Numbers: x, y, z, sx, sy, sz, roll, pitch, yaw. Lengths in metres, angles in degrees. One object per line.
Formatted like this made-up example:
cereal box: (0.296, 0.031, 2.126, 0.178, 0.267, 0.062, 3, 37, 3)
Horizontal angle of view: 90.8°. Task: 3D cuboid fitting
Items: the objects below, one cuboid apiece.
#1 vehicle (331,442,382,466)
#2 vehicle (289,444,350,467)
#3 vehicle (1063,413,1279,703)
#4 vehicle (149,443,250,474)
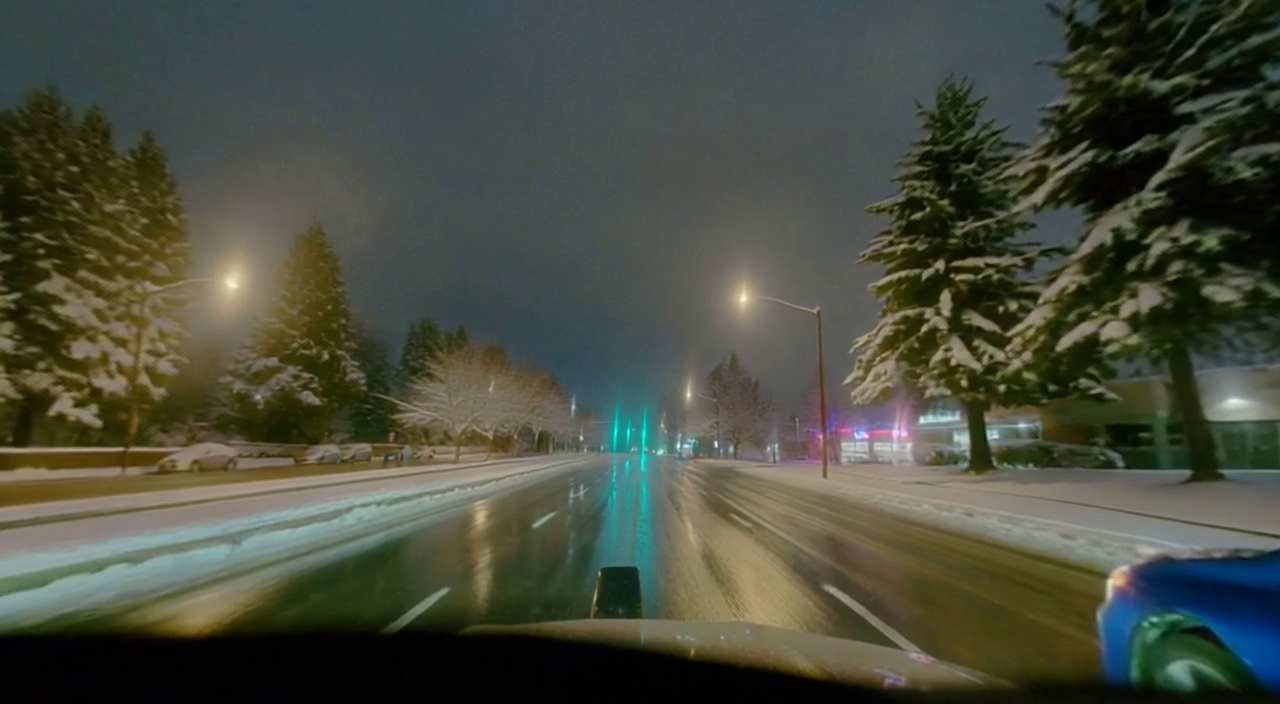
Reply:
vehicle: (-22.232, 8.057, 49.719, 1.902, 1.609, 4.689, -6, -10, -1)
vehicle: (-22.342, 7.231, 44.243, 1.846, 1.452, 4.484, 0, -9, 1)
vehicle: (3.218, 0.767, 0.948, 2.004, 1.470, 4.544, 0, -9, 0)
vehicle: (-22.189, 5.377, 32.042, 1.771, 1.445, 4.321, -1, -9, 4)
